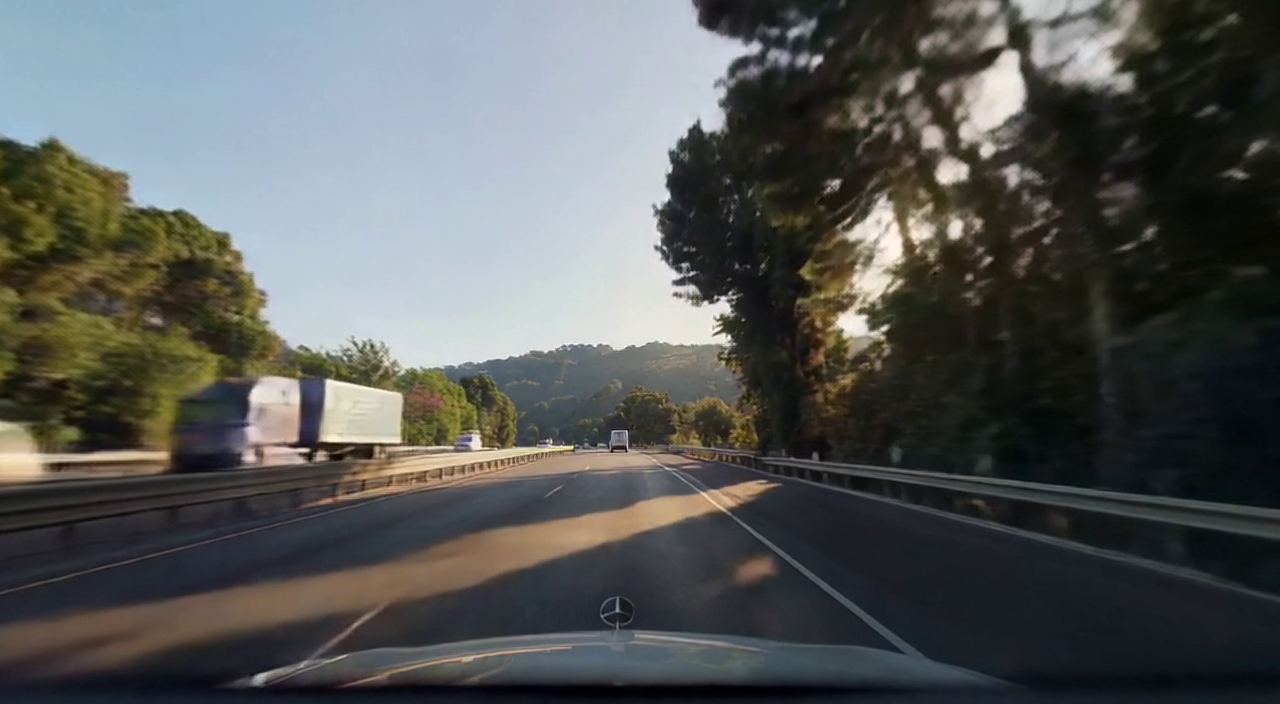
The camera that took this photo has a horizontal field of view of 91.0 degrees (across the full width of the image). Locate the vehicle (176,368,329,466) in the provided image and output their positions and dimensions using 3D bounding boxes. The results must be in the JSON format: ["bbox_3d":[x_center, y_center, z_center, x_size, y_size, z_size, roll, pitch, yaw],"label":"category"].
[{"bbox_3d":[-16.794,2.968,27.913,2.988,3.840,5.931,-1,-8,-1],"label":"vehicle"}]
